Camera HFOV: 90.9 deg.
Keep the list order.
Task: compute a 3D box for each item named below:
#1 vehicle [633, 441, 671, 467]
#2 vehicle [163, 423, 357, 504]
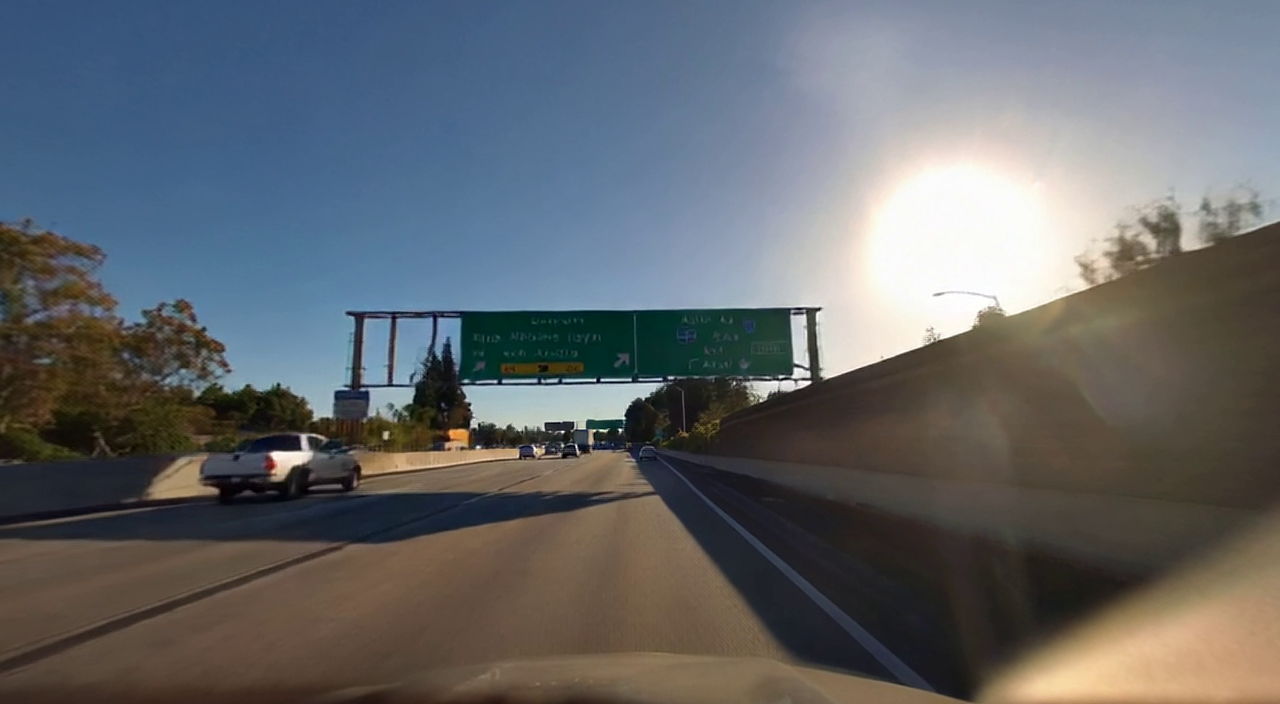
[{"bbox_3d":[0.710,6.181,38.340,2.137,1.461,3.999,0,-8,0],"label":"vehicle"},{"bbox_3d":[-9.784,2.894,16.867,2.246,1.812,4.740,0,-8,-1],"label":"vehicle"}]
